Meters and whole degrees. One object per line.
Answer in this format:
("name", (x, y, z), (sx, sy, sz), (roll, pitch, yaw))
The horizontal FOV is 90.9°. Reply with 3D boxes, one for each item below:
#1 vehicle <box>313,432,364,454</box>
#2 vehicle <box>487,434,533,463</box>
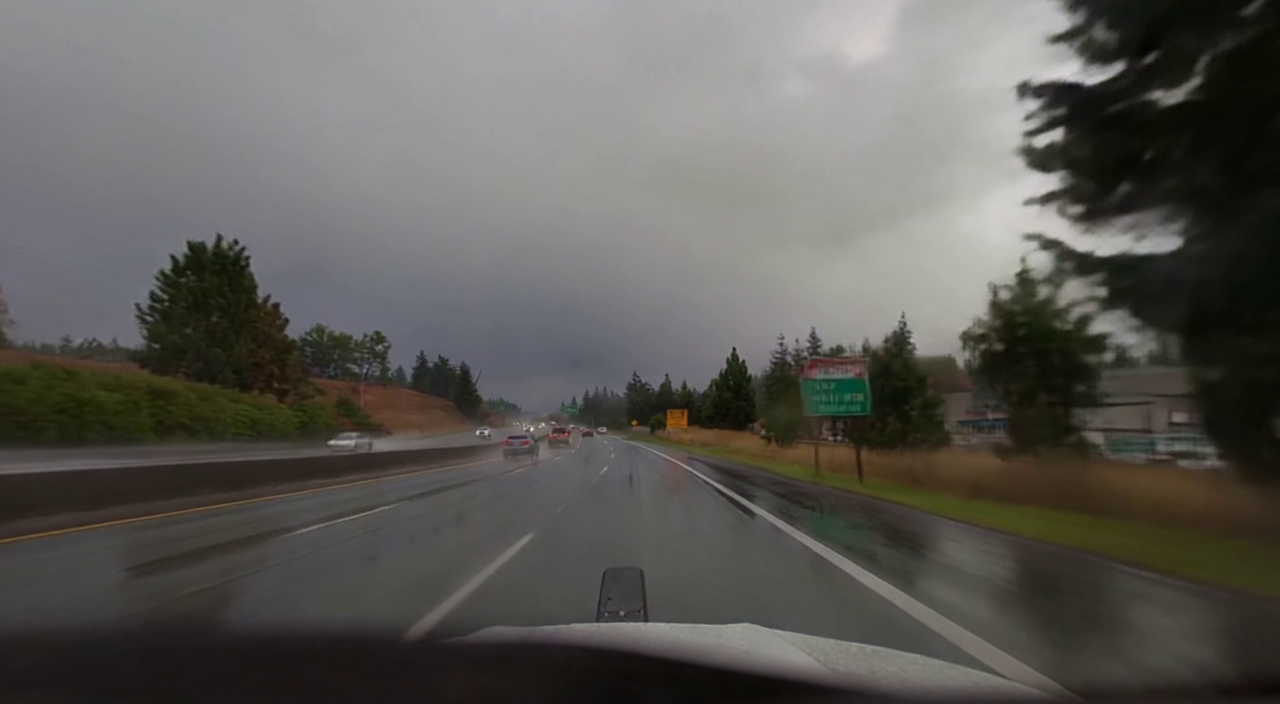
("vehicle", (-22.580, 6.858, 47.406), (1.973, 1.558, 4.050), (0, -8, -2))
("vehicle", (-7.735, 5.791, 37.858), (1.931, 1.608, 3.977), (0, -8, -1))
